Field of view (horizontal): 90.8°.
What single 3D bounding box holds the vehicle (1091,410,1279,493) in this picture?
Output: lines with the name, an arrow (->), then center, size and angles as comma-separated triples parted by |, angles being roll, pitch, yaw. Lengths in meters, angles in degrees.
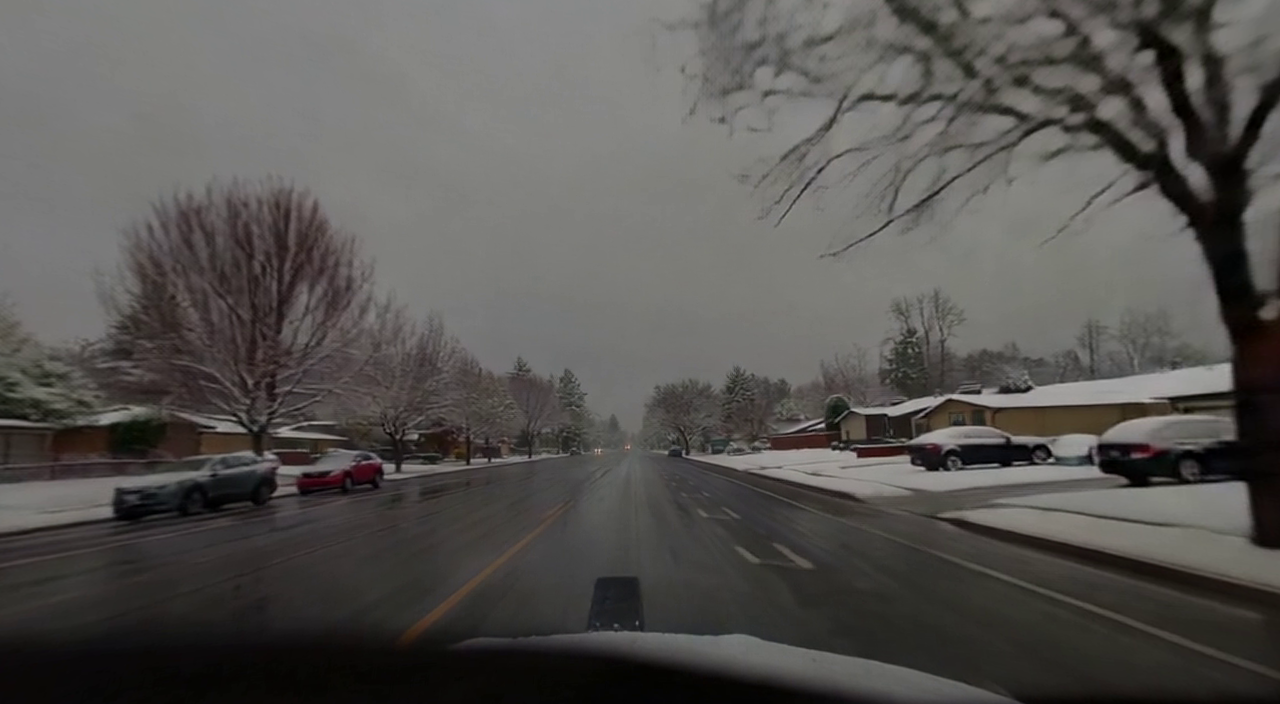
vehicle -> 14.585, 2.486, 16.112 | 4.498, 1.831, 2.059 | -2, -8, -1

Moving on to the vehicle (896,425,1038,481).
vehicle -> 12.263, 3.787, 23.887 | 4.194, 1.850, 1.951 | -2, -8, -4

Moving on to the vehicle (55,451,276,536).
vehicle -> -12.059, 3.545, 16.655 | 2.007, 1.663, 5.077 | -2, -7, -1

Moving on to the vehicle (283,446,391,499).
vehicle -> -12.218, 4.852, 25.882 | 2.105, 1.930, 4.541 | 0, -9, 0
